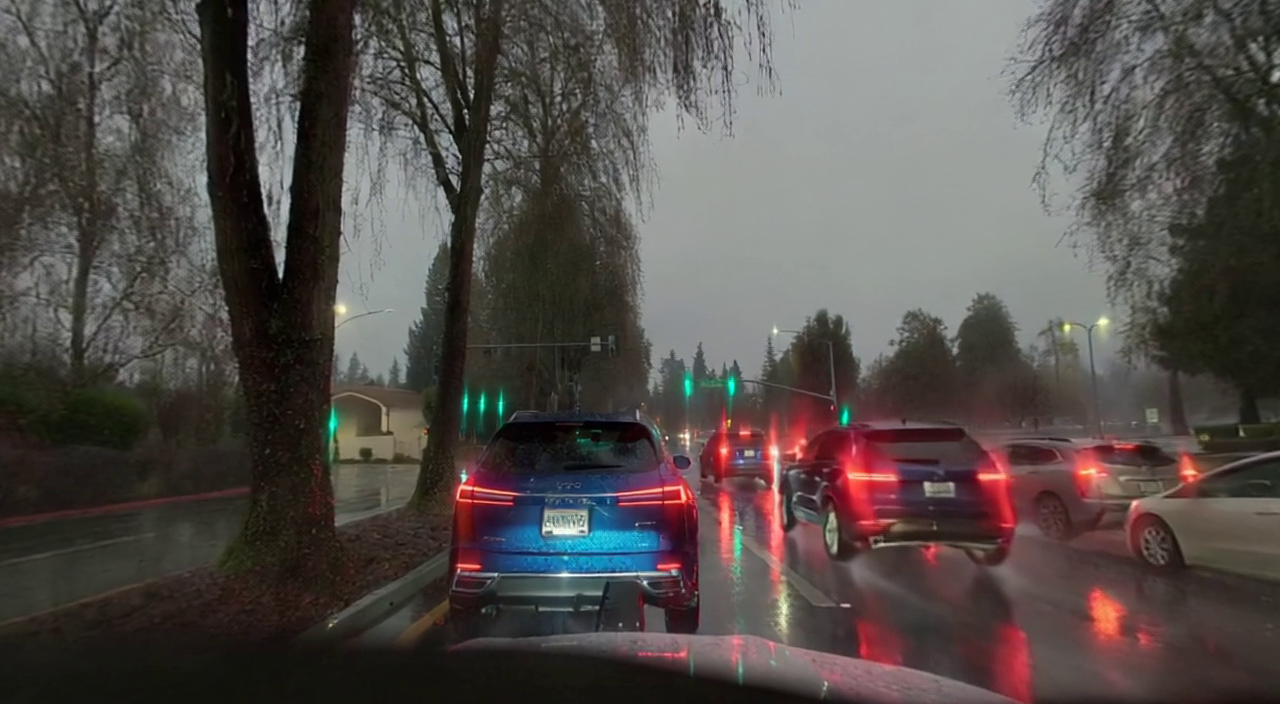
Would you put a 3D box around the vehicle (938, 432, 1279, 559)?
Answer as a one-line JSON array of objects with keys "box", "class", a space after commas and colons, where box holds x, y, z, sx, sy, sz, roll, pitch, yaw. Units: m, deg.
[{"box": [6.595, 2.008, 9.647, 1.894, 1.445, 4.565, 0, -9, 0], "class": "vehicle"}]

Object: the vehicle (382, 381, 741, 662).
[{"box": [-0.431, 1.354, 6.096, 2.201, 1.709, 4.271, 0, -9, 2], "class": "vehicle"}]

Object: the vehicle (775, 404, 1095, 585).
[{"box": [3.241, 1.666, 8.183, 1.963, 1.682, 4.407, 0, -9, 0], "class": "vehicle"}]
